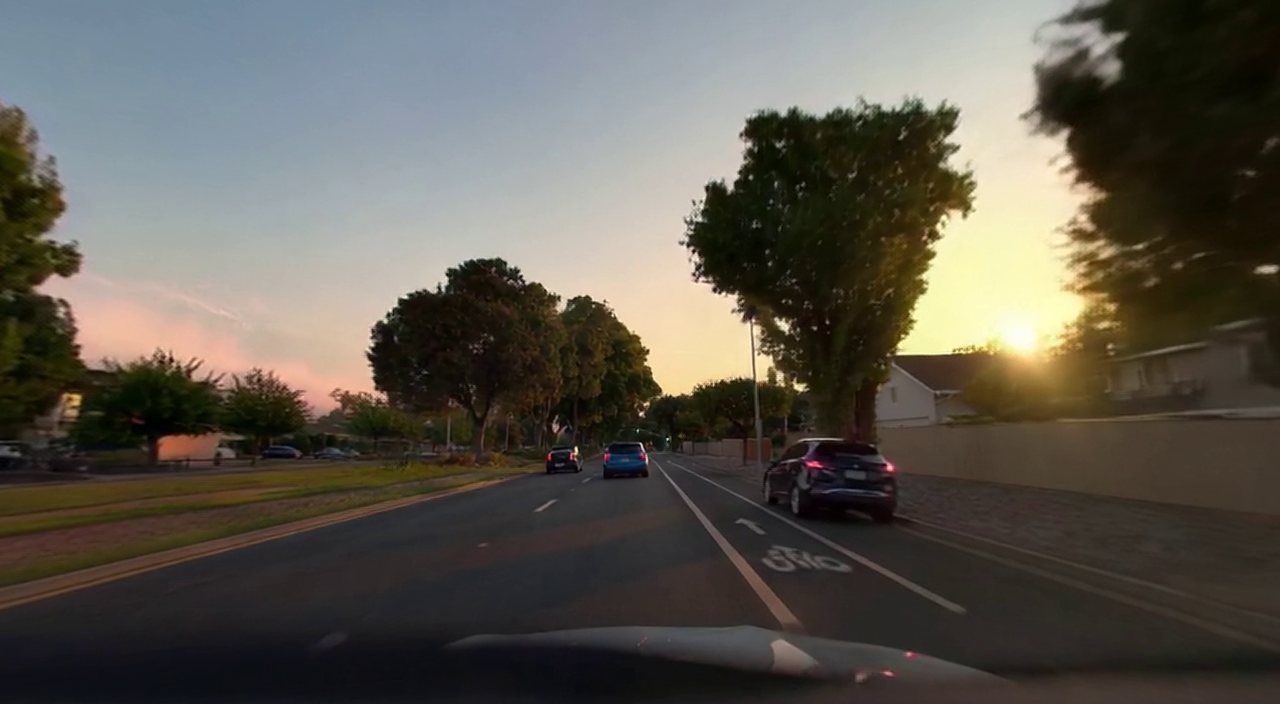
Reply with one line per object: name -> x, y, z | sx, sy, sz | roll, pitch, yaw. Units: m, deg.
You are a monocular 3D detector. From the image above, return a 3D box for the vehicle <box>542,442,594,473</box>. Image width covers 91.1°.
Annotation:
vehicle -> -3.562, 5.286, 31.670 | 2.032, 1.433, 4.458 | 0, -8, 1

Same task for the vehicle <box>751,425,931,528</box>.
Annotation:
vehicle -> 3.896, 2.501, 13.227 | 2.332, 1.769, 4.518 | 0, -8, 1

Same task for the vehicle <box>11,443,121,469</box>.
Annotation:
vehicle -> -32.316, 5.853, 35.422 | 4.497, 1.418, 1.783 | 0, -9, 2

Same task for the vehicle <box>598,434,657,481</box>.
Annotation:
vehicle -> -0.497, 4.250, 25.629 | 2.220, 1.742, 4.047 | 0, -8, 0
